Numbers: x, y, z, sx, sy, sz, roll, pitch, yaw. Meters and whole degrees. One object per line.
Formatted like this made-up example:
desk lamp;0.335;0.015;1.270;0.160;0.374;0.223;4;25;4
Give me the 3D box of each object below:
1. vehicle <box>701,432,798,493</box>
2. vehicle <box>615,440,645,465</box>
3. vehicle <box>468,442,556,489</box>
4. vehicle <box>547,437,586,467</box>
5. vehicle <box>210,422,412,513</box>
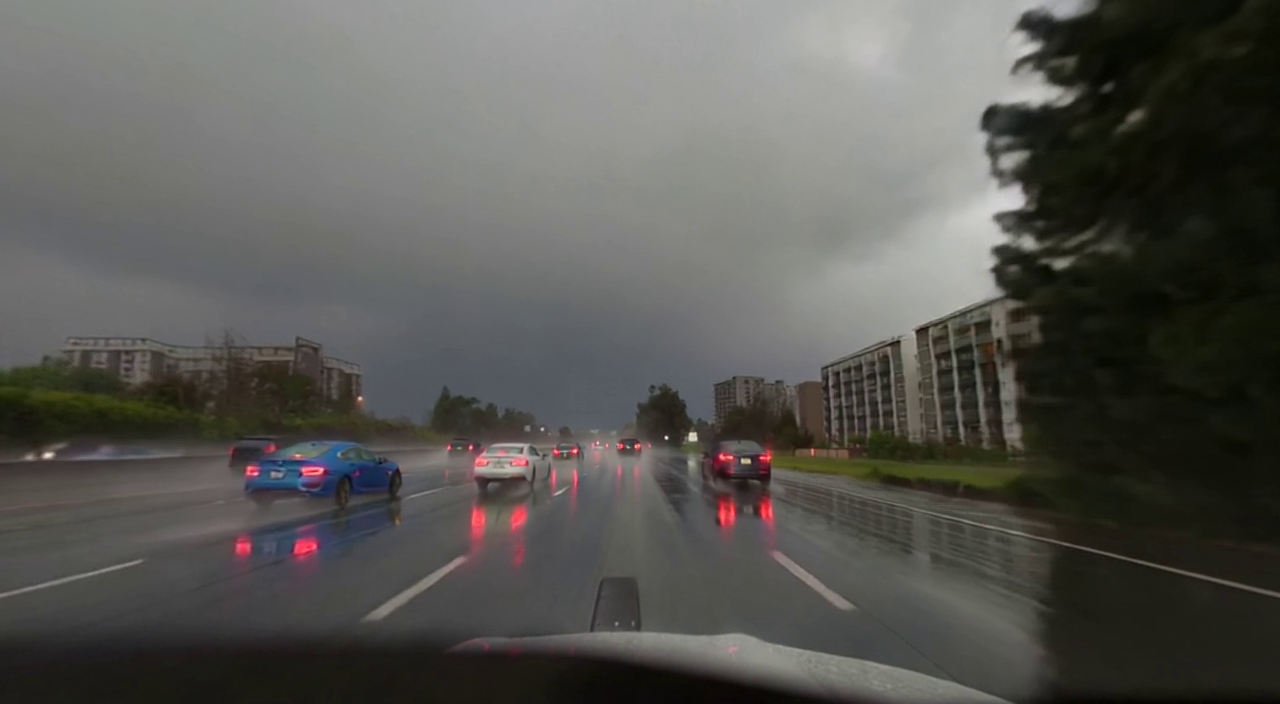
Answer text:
vehicle;3.218;3.361;19.544;2.061;1.658;4.417;0;-8;-2
vehicle;-0.693;7.048;44.566;2.053;1.650;3.945;0;-8;-1
vehicle;-4.228;3.807;21.671;2.124;1.426;4.444;0;-8;0
vehicle;-4.697;6.457;40.920;2.044;1.774;4.329;0;-8;0
vehicle;-7.441;2.660;15.109;2.086;1.776;5.080;0;-8;0
